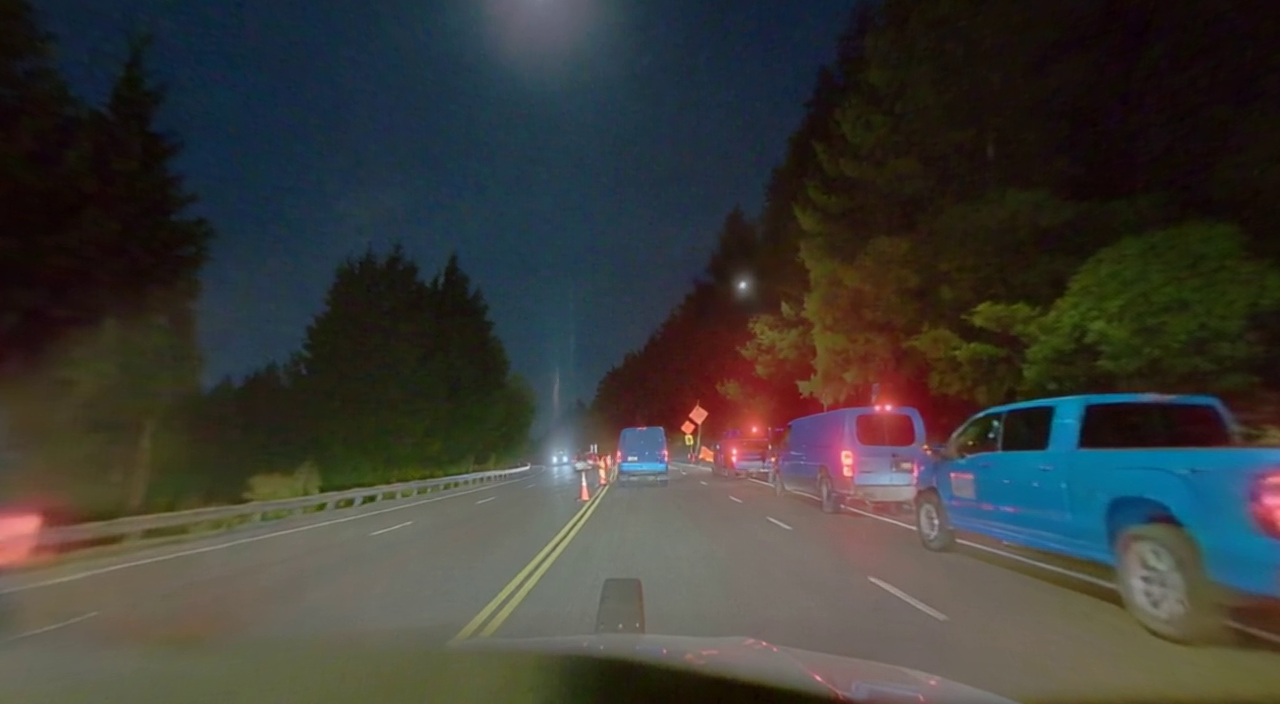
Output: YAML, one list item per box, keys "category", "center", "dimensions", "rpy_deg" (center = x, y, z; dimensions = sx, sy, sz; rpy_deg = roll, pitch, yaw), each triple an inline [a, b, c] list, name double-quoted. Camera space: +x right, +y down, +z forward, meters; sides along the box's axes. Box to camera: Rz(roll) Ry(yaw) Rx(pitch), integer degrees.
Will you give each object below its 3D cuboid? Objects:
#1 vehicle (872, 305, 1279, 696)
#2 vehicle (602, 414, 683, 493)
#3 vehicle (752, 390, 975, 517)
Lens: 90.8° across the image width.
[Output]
- category: "vehicle"
  center: [4.376, 1.144, 5.790]
  dimensions: [2.202, 1.980, 5.978]
  rpy_deg: [0, -8, 0]
- category: "vehicle"
  center: [0.076, 3.316, 20.853]
  dimensions: [2.362, 2.247, 4.892]
  rpy_deg: [0, -8, 0]
- category: "vehicle"
  center: [4.415, 2.231, 14.207]
  dimensions: [2.613, 2.153, 6.713]
  rpy_deg: [0, -8, 0]
